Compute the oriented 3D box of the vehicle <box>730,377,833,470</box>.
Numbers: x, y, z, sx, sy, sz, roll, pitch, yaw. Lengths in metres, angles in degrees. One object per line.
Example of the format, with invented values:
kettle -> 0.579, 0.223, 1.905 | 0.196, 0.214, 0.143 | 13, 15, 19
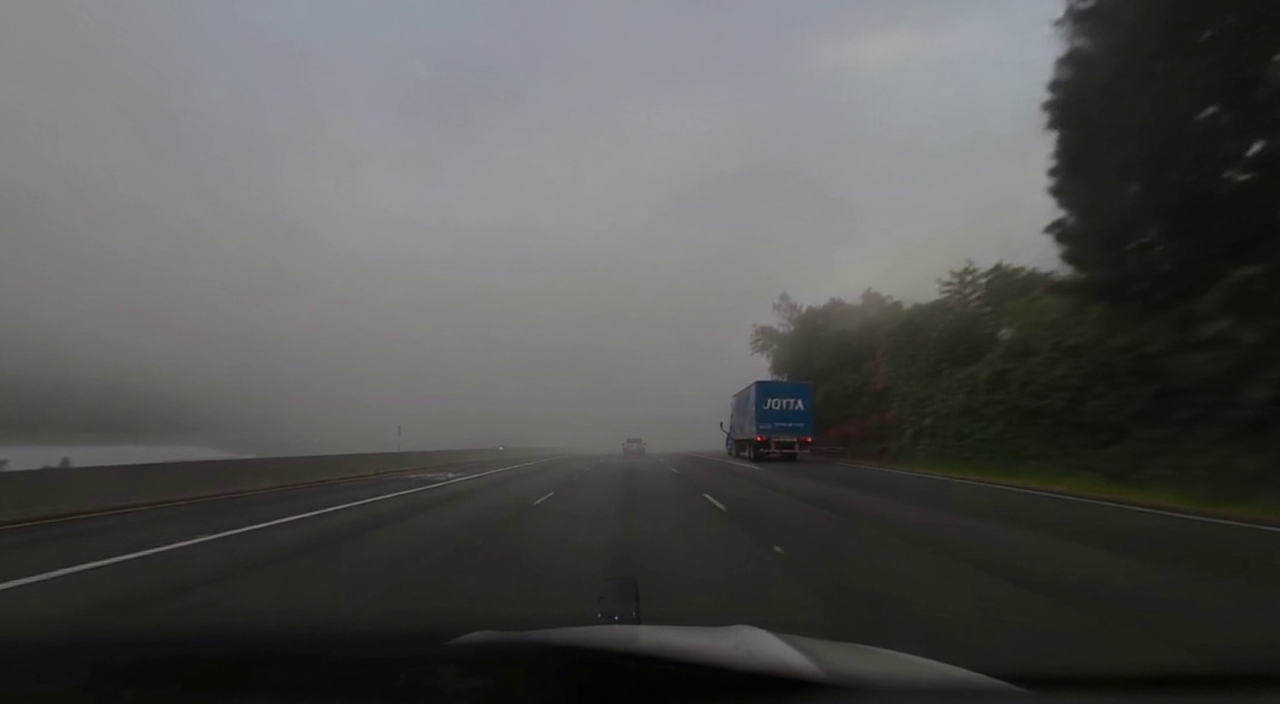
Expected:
vehicle -> 7.339, 4.302, 35.906 | 3.469, 3.986, 17.065 | -1, -8, 5
